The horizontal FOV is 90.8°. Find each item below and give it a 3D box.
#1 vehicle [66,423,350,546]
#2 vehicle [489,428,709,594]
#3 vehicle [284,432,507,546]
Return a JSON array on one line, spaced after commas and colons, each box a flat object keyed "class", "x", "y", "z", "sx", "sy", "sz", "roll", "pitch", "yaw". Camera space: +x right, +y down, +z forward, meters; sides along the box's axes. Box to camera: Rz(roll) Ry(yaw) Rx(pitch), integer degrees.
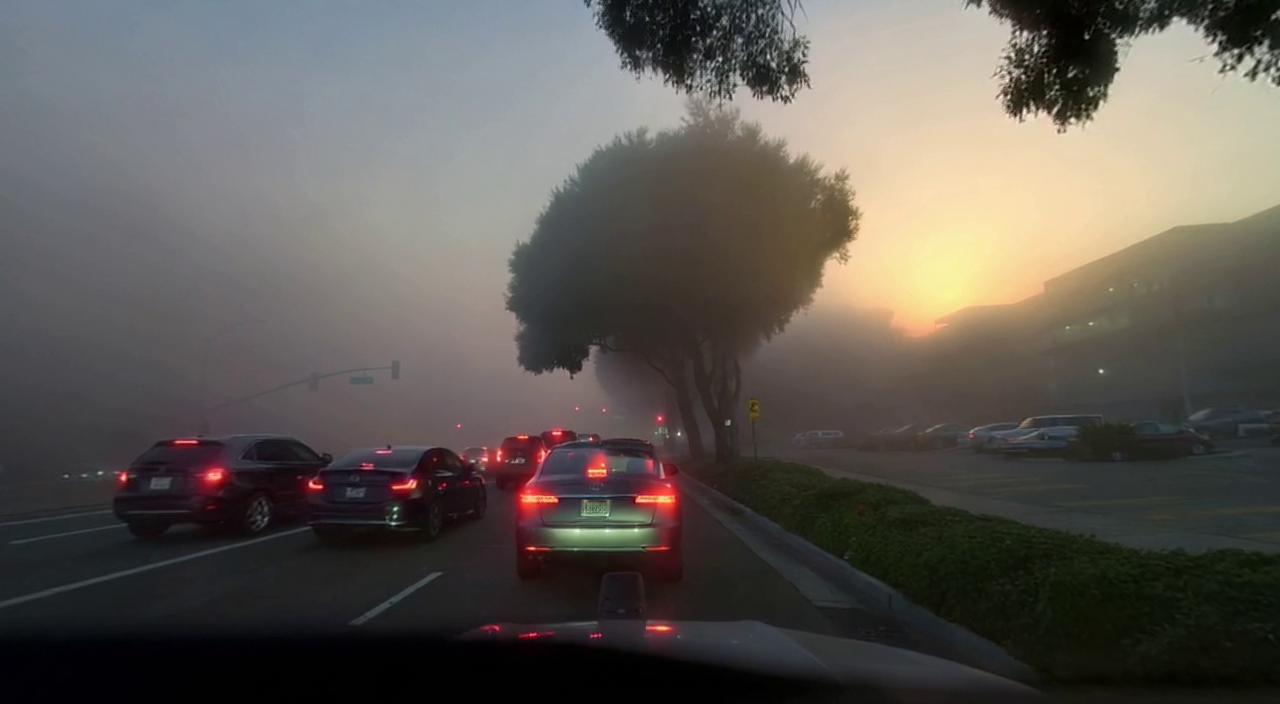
[{"class": "vehicle", "x": -7.340, "y": 2.268, "z": 11.460, "sx": 2.068, "sy": 1.784, "sz": 4.224, "roll": 0, "pitch": -9, "yaw": 1}, {"class": "vehicle", "x": -0.383, "y": 1.804, "z": 8.005, "sx": 2.066, "sy": 1.544, "sz": 3.954, "roll": 0, "pitch": -9, "yaw": 0}, {"class": "vehicle", "x": -3.805, "y": 2.192, "z": 10.875, "sx": 1.913, "sy": 1.521, "sz": 4.539, "roll": 0, "pitch": -9, "yaw": 1}]
